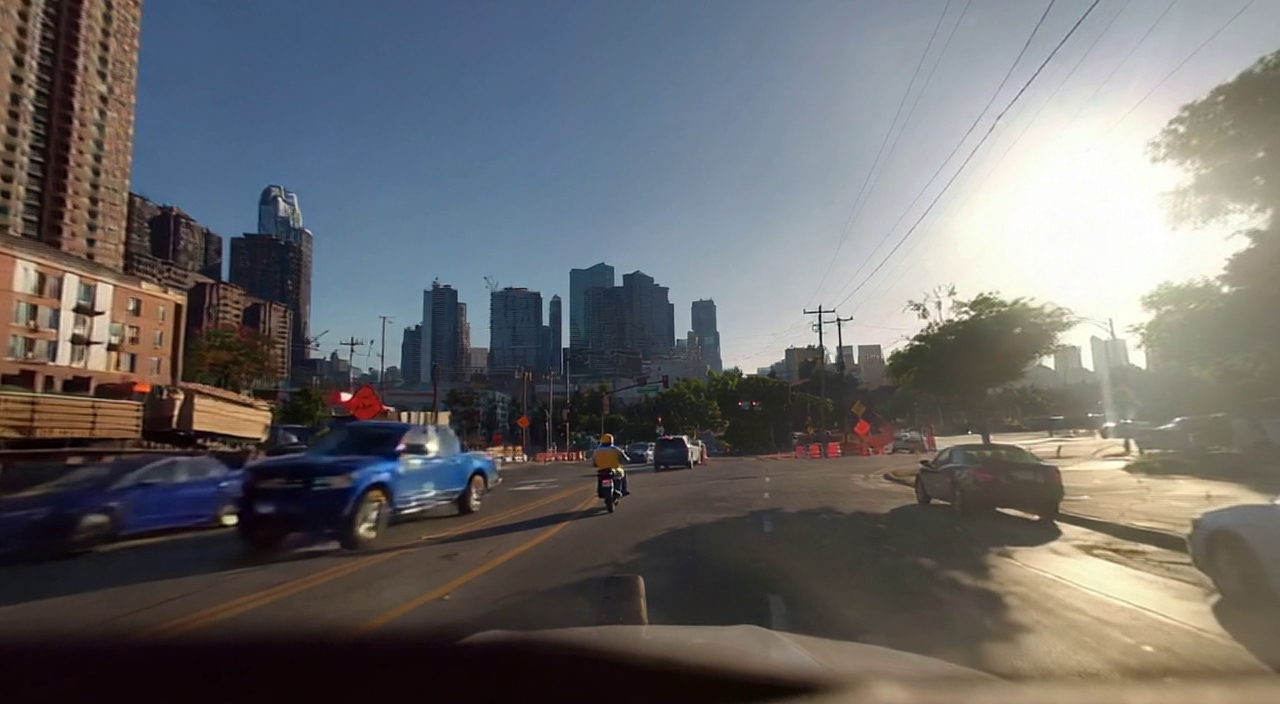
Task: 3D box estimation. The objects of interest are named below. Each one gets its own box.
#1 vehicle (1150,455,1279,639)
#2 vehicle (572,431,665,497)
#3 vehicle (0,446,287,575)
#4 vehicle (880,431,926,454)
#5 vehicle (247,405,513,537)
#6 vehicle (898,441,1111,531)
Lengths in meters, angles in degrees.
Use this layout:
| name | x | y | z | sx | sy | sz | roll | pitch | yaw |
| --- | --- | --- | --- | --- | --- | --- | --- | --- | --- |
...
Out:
| name | x | y | z | sx | sy | sz | roll | pitch | yaw |
| --- | --- | --- | --- | --- | --- | --- | --- | --- | --- |
| vehicle | 5.942 | 1.331 | 4.043 | 1.891 | 1.442 | 4.560 | -2 | -13 | 6 |
| vehicle | -0.458 | 3.076 | 17.755 | 1.925 | 1.602 | 4.090 | -1 | -8 | 8 |
| vehicle | -7.898 | 2.163 | 9.649 | 1.932 | 1.429 | 4.766 | -1 | -8 | 5 |
| vehicle | 20.540 | 7.120 | 49.572 | 1.918 | 1.732 | 4.650 | -1 | -8 | 5 |
| vehicle | -4.460 | 2.197 | 12.356 | 2.222 | 1.911 | 5.988 | -1 | -8 | 5 |
| vehicle | 6.940 | 2.552 | 12.740 | 1.973 | 1.457 | 4.522 | -1 | -8 | 6 |
